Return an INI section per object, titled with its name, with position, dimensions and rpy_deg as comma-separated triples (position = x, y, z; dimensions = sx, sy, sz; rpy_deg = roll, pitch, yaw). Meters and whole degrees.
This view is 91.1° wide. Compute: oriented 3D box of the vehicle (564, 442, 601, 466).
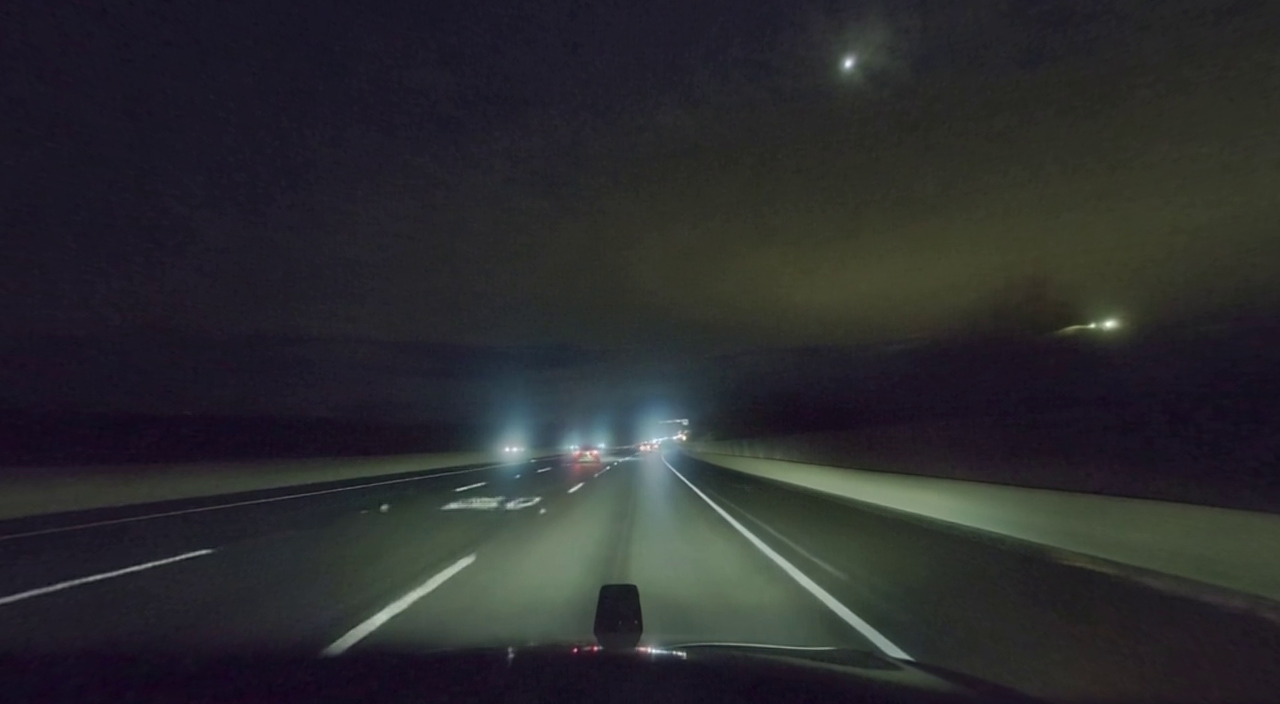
[vehicle]
position = -3.928, 7.077, 43.691
dimensions = 1.961, 1.540, 4.487
rpy_deg = -1, -9, 2
